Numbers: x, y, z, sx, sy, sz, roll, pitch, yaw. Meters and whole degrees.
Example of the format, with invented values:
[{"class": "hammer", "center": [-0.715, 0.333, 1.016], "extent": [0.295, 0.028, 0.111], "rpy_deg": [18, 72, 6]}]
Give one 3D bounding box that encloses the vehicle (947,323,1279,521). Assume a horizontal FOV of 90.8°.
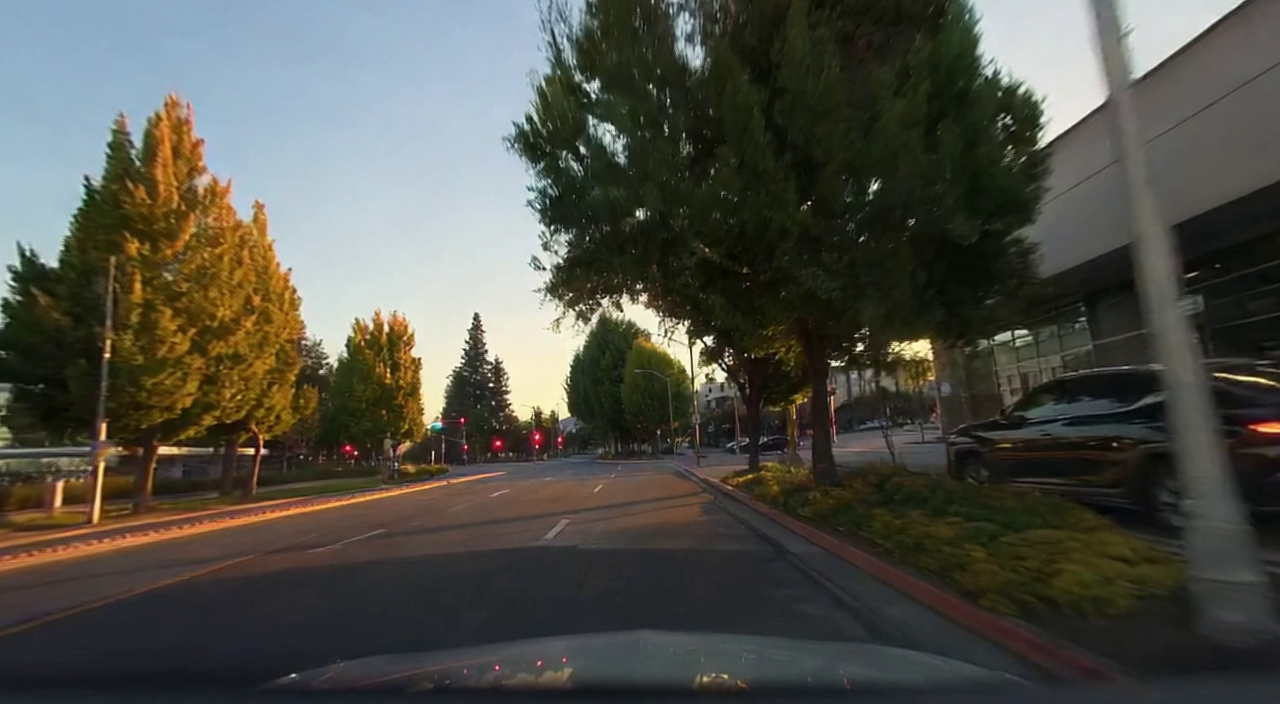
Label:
[{"class": "vehicle", "center": [7.521, 1.059, 8.872], "extent": [2.530, 2.076, 5.768], "rpy_deg": [2, -9, -14]}]
